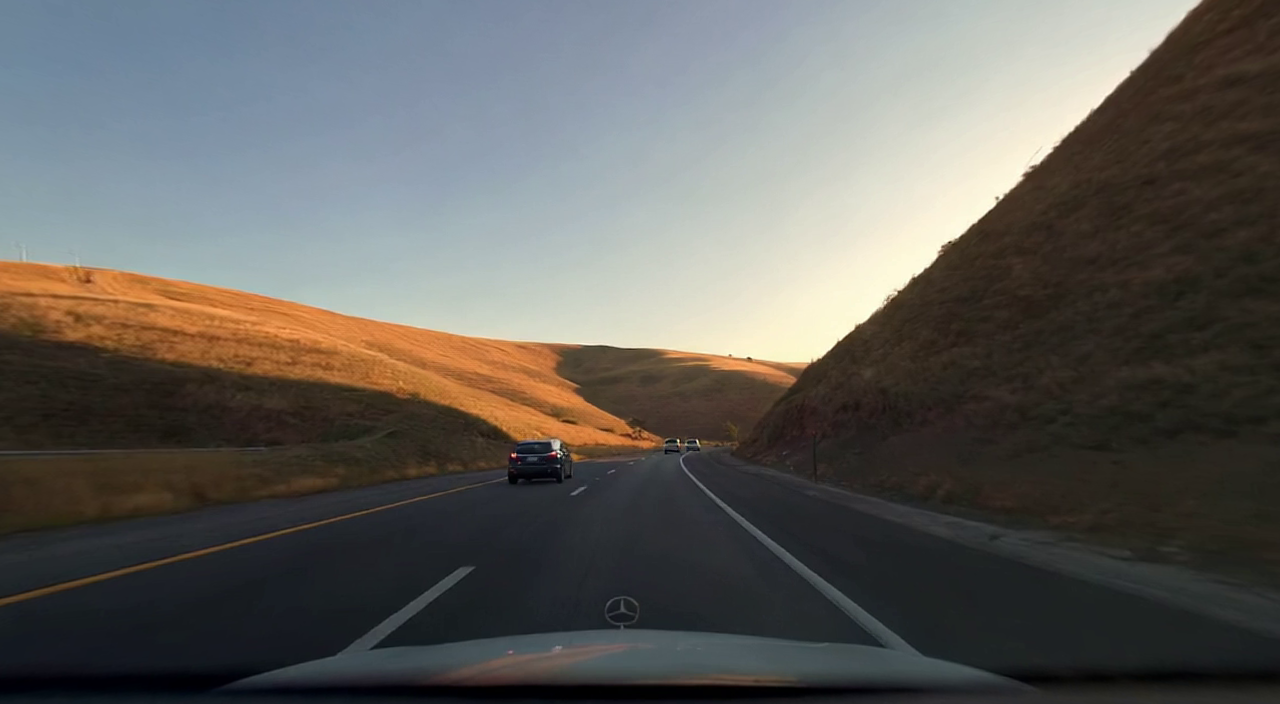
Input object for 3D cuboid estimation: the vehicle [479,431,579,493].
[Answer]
[{"bbox_3d":[-3.417,3.506,20.491,2.252,1.743,4.560,0,-9,2],"label":"vehicle"}]
